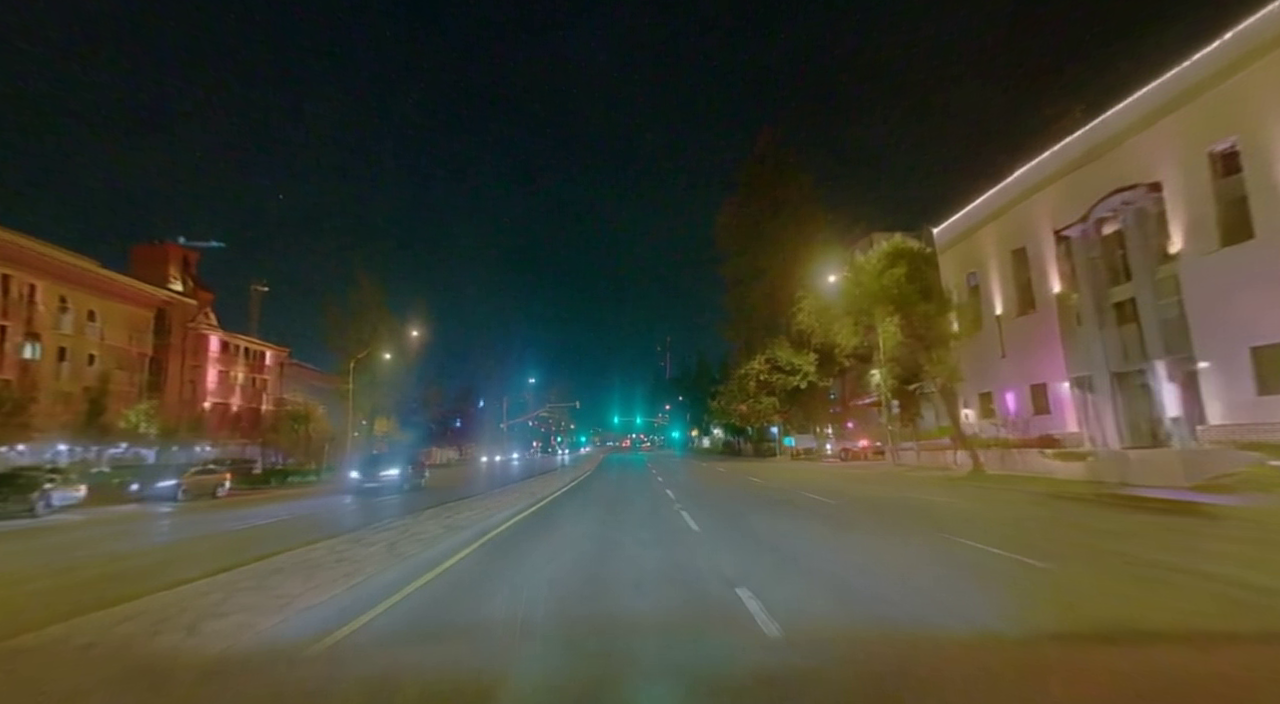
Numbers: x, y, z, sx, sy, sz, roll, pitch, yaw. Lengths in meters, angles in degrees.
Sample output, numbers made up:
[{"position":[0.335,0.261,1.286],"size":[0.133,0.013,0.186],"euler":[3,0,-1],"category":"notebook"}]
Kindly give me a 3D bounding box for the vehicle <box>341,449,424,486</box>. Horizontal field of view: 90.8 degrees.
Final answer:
[{"position":[-11.948,5.363,29.694],"size":[1.918,1.546,4.683],"euler":[0,-8,0],"category":"vehicle"}]

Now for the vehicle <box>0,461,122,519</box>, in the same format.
[{"position":[-19.938,4.514,21.075],"size":[1.815,1.629,4.123],"euler":[0,-8,-1],"category":"vehicle"}]

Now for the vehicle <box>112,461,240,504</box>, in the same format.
[{"position":[-19.955,5.607,27.543],"size":[1.870,1.486,5.031],"euler":[-1,-8,-1],"category":"vehicle"}]
